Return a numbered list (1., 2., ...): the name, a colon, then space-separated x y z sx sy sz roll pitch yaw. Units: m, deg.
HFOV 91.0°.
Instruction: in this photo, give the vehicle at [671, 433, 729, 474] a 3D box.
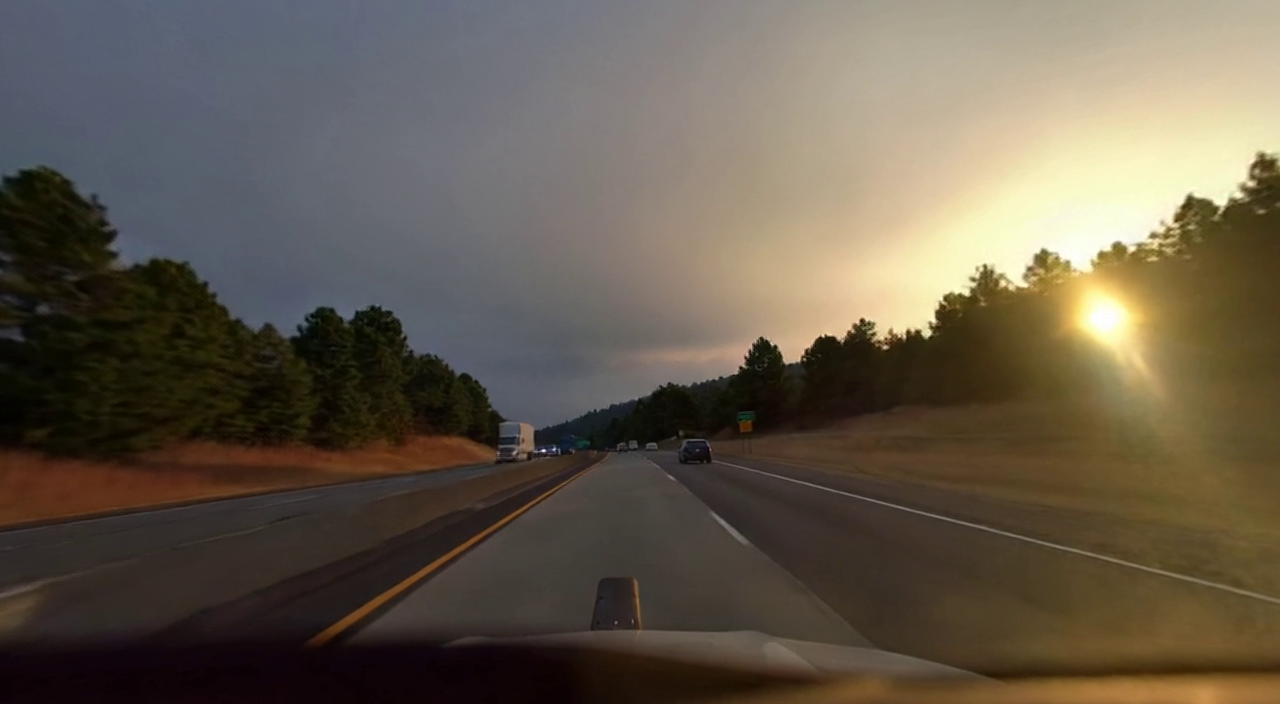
1. vehicle: 2.662 4.619 28.876 2.043 1.673 4.016 0 -8 -3
